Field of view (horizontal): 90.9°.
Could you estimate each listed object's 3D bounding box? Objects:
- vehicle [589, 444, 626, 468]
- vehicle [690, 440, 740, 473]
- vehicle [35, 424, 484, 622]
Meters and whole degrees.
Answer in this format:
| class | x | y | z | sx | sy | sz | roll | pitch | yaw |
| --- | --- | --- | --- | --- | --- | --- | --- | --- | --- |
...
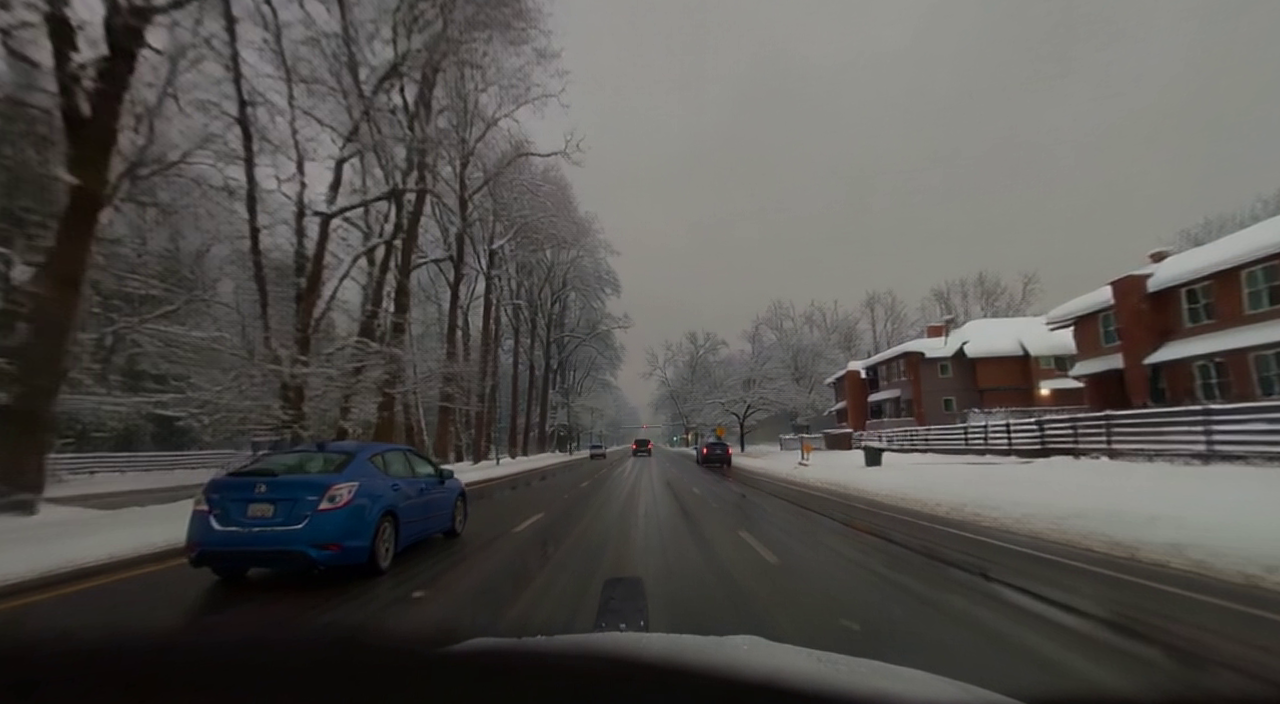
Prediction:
| class | x | y | z | sx | sy | sz | roll | pitch | yaw |
| --- | --- | --- | --- | --- | --- | --- | --- | --- | --- |
| vehicle | -2.039 | 6.726 | 40.936 | 1.940 | 1.473 | 4.133 | -1 | -9 | 4 |
| vehicle | 4.014 | 5.671 | 34.441 | 2.182 | 1.688 | 4.187 | 0 | -9 | 0 |
| vehicle | -3.559 | 1.691 | 7.405 | 2.091 | 1.503 | 4.989 | 0 | -8 | 1 |
